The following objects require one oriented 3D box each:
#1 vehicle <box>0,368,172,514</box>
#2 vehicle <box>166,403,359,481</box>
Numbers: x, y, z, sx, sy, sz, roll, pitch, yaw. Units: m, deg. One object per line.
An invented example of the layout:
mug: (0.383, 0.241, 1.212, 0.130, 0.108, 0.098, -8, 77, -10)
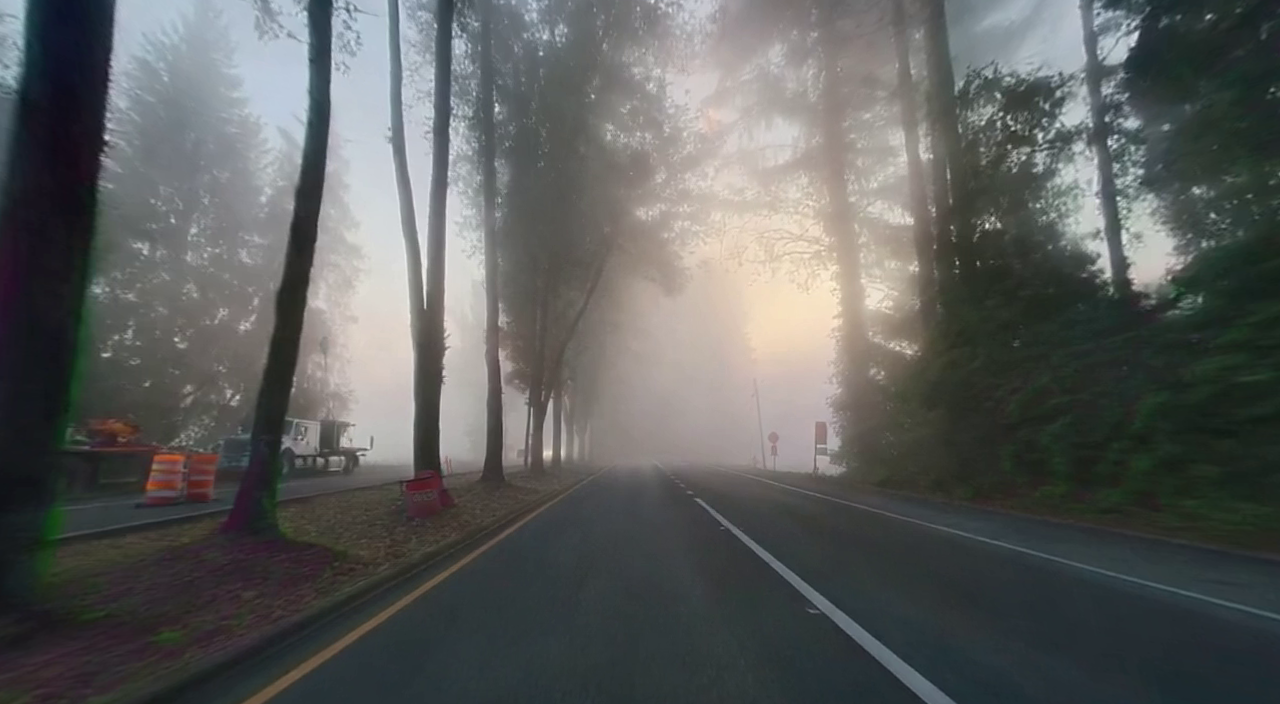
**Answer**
vehicle: (-16.287, 2.206, 15.450, 3.171, 3.299, 9.207, 0, -9, -5)
vehicle: (-19.293, 4.864, 33.610, 2.956, 3.466, 10.408, -1, -9, 6)
